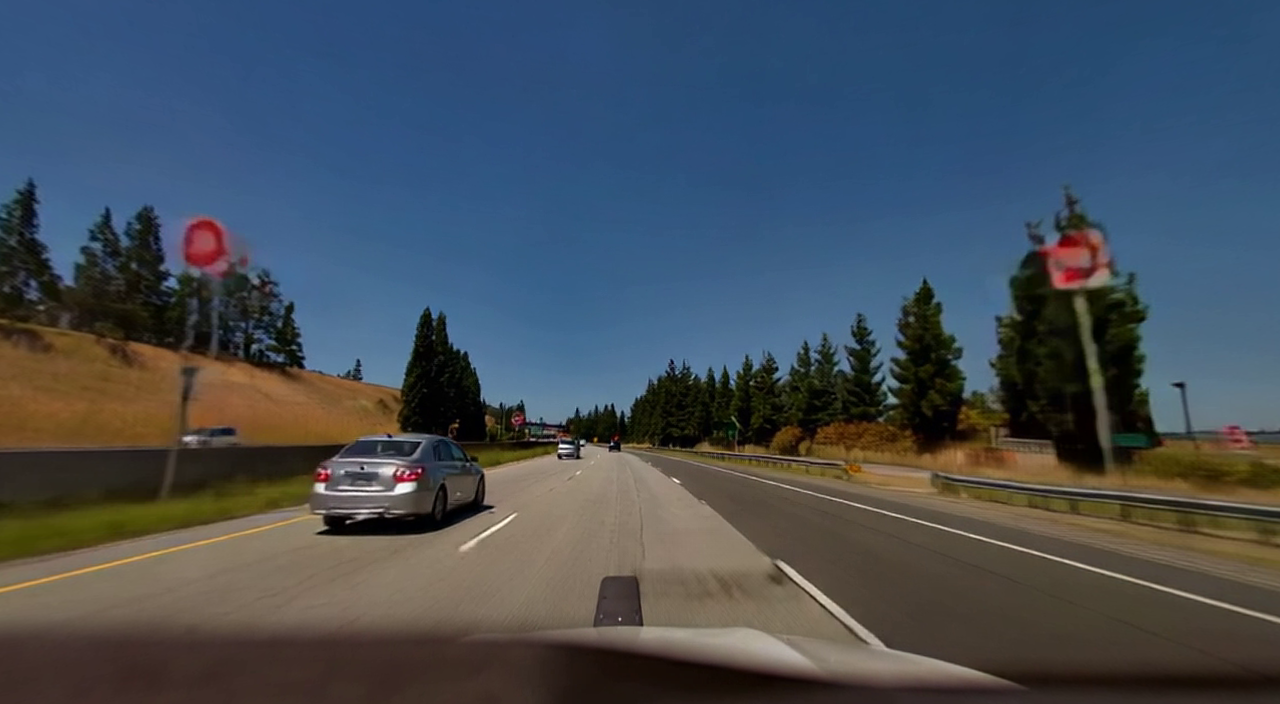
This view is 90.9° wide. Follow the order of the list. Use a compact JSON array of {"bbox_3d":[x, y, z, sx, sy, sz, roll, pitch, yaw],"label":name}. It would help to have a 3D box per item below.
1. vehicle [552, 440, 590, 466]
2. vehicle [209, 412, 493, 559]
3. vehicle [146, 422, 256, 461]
[{"bbox_3d":[-3.992,5.892,36.942,1.874,1.369,3.875,0,-8,-1],"label":"vehicle"},{"bbox_3d":[-3.752,1.802,9.376,2.047,1.612,4.631,0,-8,0],"label":"vehicle"},{"bbox_3d":[-20.062,4.119,29.098,1.885,1.602,4.497,0,-8,-1],"label":"vehicle"}]
